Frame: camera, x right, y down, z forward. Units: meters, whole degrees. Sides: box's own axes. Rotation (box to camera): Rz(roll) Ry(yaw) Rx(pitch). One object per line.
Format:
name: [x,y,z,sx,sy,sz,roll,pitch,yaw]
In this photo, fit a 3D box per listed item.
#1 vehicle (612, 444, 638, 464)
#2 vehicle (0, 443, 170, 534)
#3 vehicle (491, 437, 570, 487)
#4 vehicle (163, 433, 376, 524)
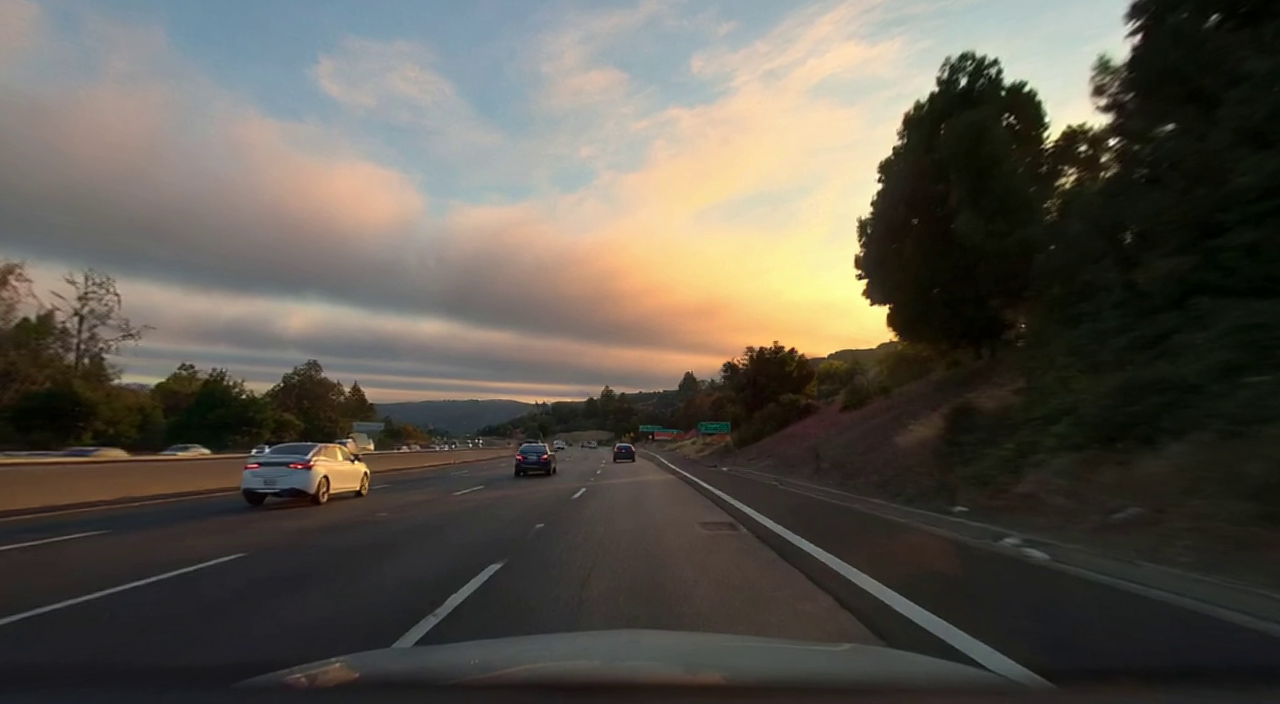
vehicle: [-1.199,7.730,47.797,1.881,1.460,3.694,0,-8,-3]
vehicle: [-11.643,2.470,11.831,2.028,1.499,4.702,0,-8,0]
vehicle: [-3.776,3.874,22.599,1.991,1.610,4.606,0,-8,0]
vehicle: [-7.551,2.580,13.450,2.086,1.628,4.039,0,-8,-1]
